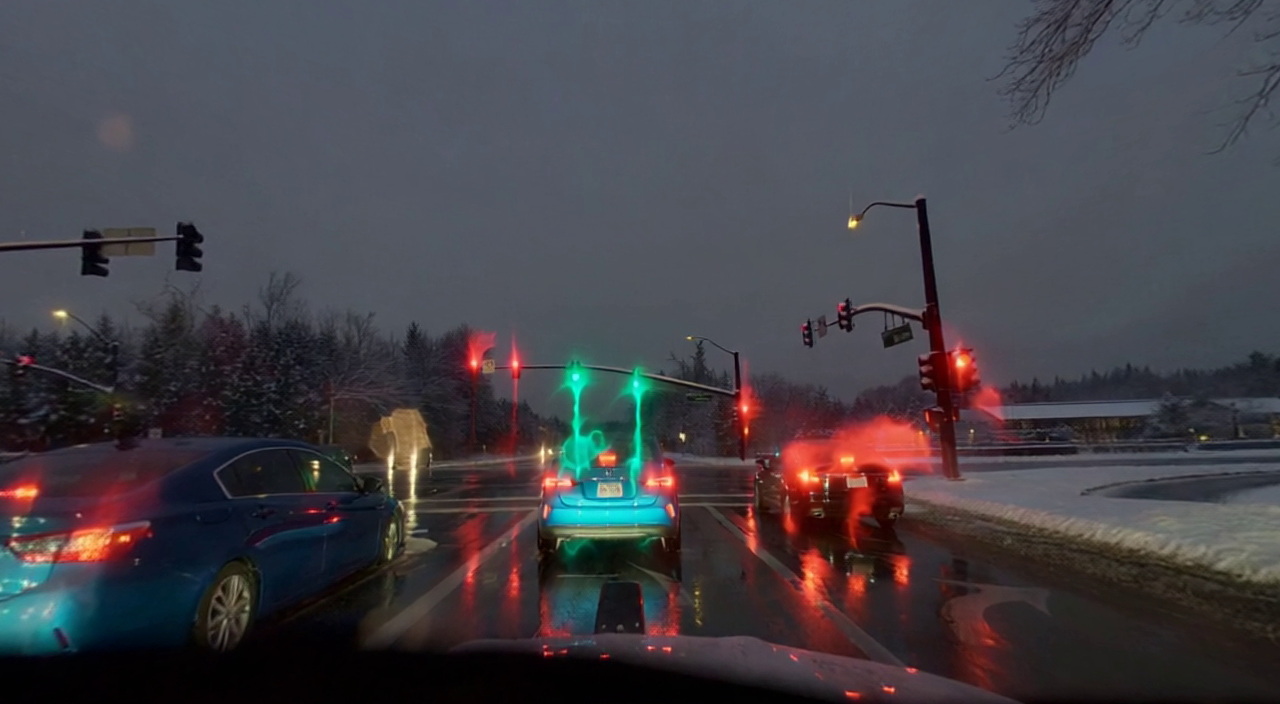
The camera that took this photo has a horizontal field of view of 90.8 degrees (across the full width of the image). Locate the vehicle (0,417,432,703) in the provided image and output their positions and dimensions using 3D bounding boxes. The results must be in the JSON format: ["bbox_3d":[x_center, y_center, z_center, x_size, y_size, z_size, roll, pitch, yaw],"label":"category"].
[{"bbox_3d":[-3.573,1.398,5.419,2.052,1.472,4.479,0,-8,0],"label":"vehicle"}]

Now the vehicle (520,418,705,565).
[{"bbox_3d":[-0.339,1.829,8.967,2.038,1.599,3.844,0,-8,-1],"label":"vehicle"}]

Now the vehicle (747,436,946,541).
[{"bbox_3d":[3.291,2.258,11.170,1.970,1.449,4.433,0,-8,-1],"label":"vehicle"}]
